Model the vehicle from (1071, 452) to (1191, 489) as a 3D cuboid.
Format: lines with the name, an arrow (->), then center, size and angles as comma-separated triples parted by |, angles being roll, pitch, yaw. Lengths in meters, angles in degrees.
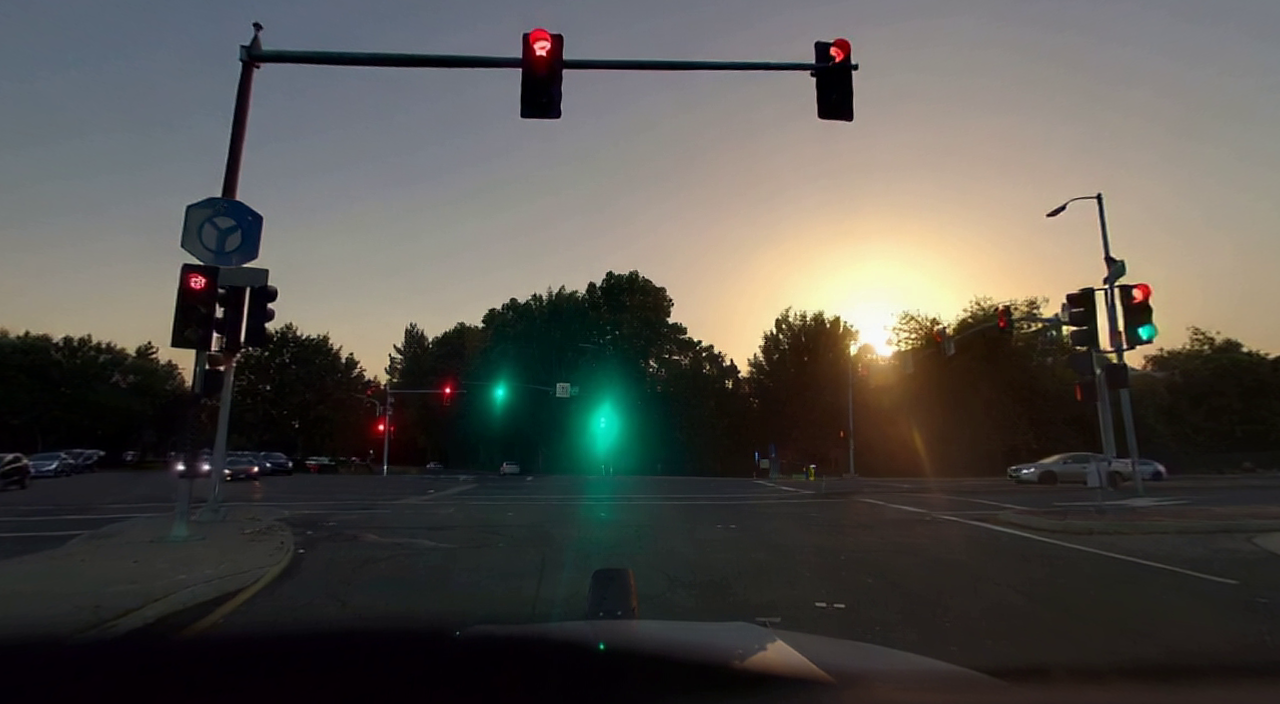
vehicle -> 22.679, 5.458, 29.163 | 3.998, 1.590, 1.936 | 1, -10, -6

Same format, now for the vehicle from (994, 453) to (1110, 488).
vehicle -> 21.169, 6.131, 32.476 | 4.455, 1.647, 2.124 | 1, -12, -6

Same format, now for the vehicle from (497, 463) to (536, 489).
vehicle -> -9.050, 9.104, 46.399 | 2.045, 1.608, 3.709 | 0, -8, 1
